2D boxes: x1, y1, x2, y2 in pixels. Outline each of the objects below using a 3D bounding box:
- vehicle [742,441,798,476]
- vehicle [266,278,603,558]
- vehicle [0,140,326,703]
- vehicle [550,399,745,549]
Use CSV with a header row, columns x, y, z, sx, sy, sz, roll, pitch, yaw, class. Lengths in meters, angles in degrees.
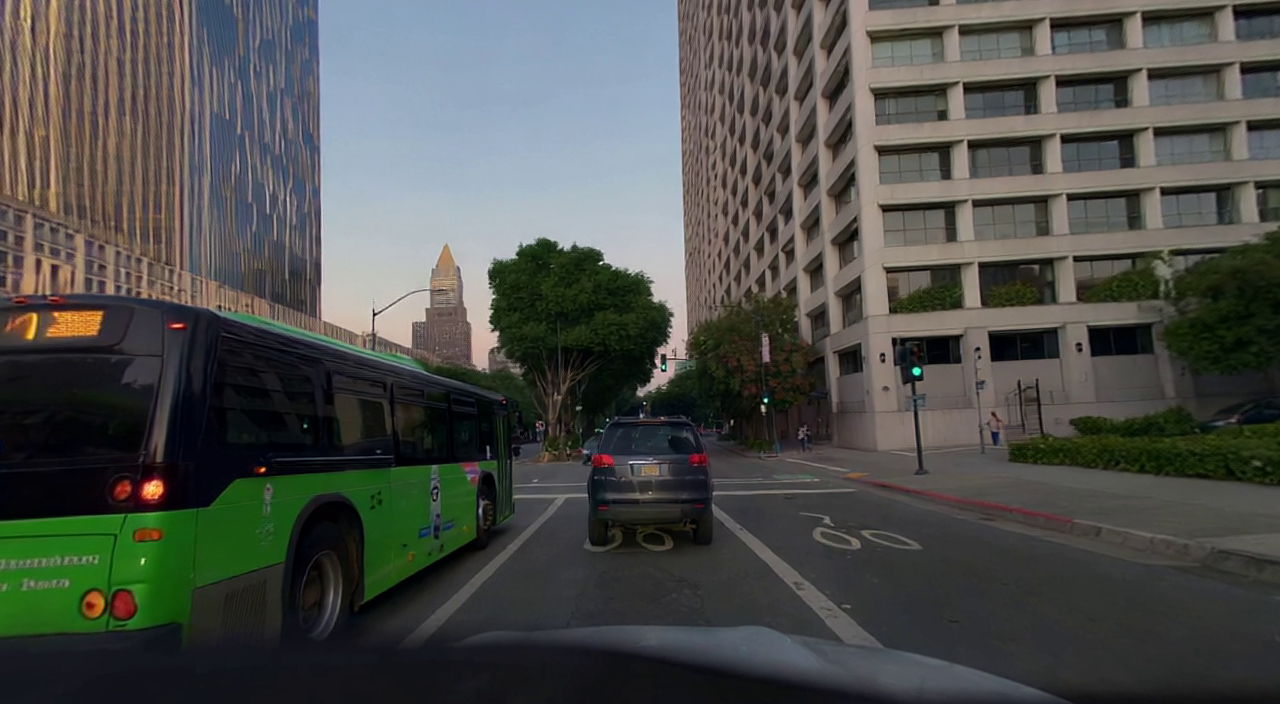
x,y,z,sx,sy,sz,roll,pitch,yaw,class
6.177,5.100,30.456,1.919,1.529,4.059,0,-9,1,vehicle
-2.887,1.789,14.562,3.042,3.445,13.615,0,-9,1,vehicle
-2.755,0.332,0.234,2.329,2.089,5.659,0,-9,0,vehicle
0.125,1.901,10.344,2.500,1.912,4.270,0,-9,1,vehicle
